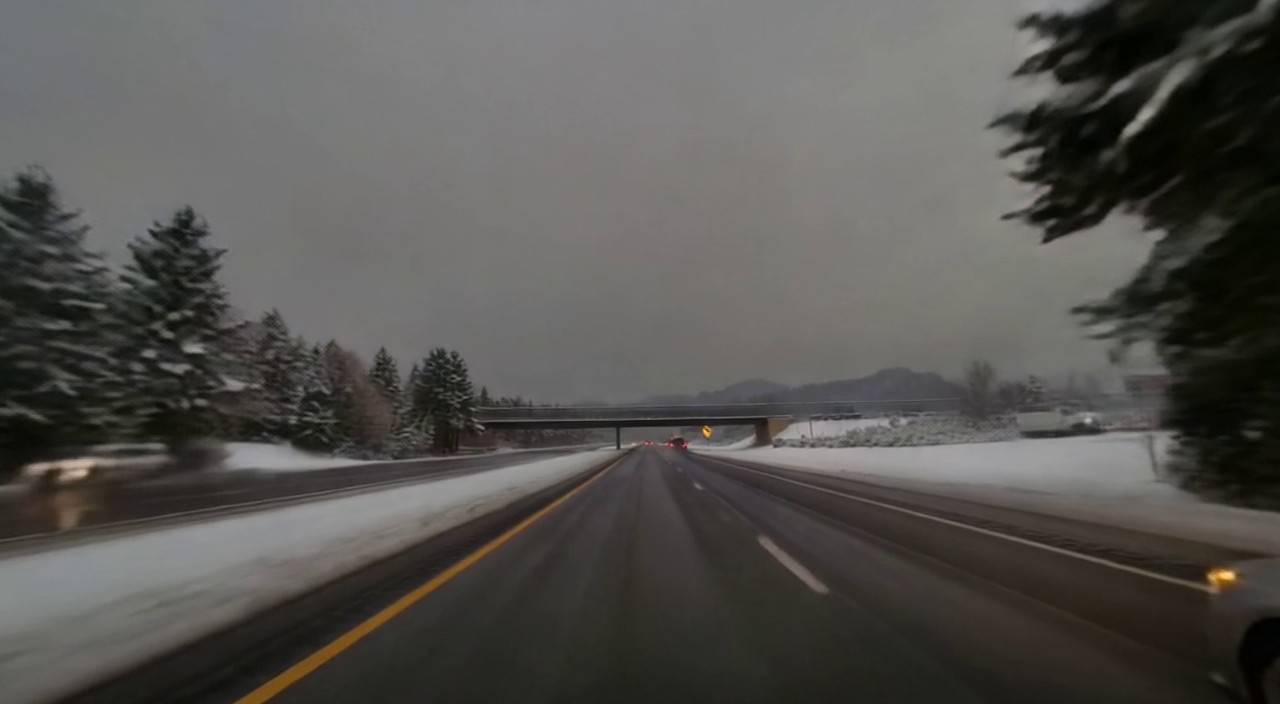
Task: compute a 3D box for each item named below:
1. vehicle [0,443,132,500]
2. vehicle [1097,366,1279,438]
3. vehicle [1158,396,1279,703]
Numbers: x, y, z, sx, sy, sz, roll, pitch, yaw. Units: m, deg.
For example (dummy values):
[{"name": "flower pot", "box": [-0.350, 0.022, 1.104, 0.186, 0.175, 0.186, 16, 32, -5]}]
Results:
[{"name": "vehicle", "box": [-21.502, 4.265, 23.064, 1.932, 1.831, 4.705, 0, -8, -1]}, {"name": "vehicle", "box": [41.790, 3.629, 43.820, 3.080, 4.623, 16.271, 4, -9, -26]}, {"name": "vehicle", "box": [3.853, 0.678, 0.996, 2.027, 1.487, 4.718, 0, -8, 0]}]
